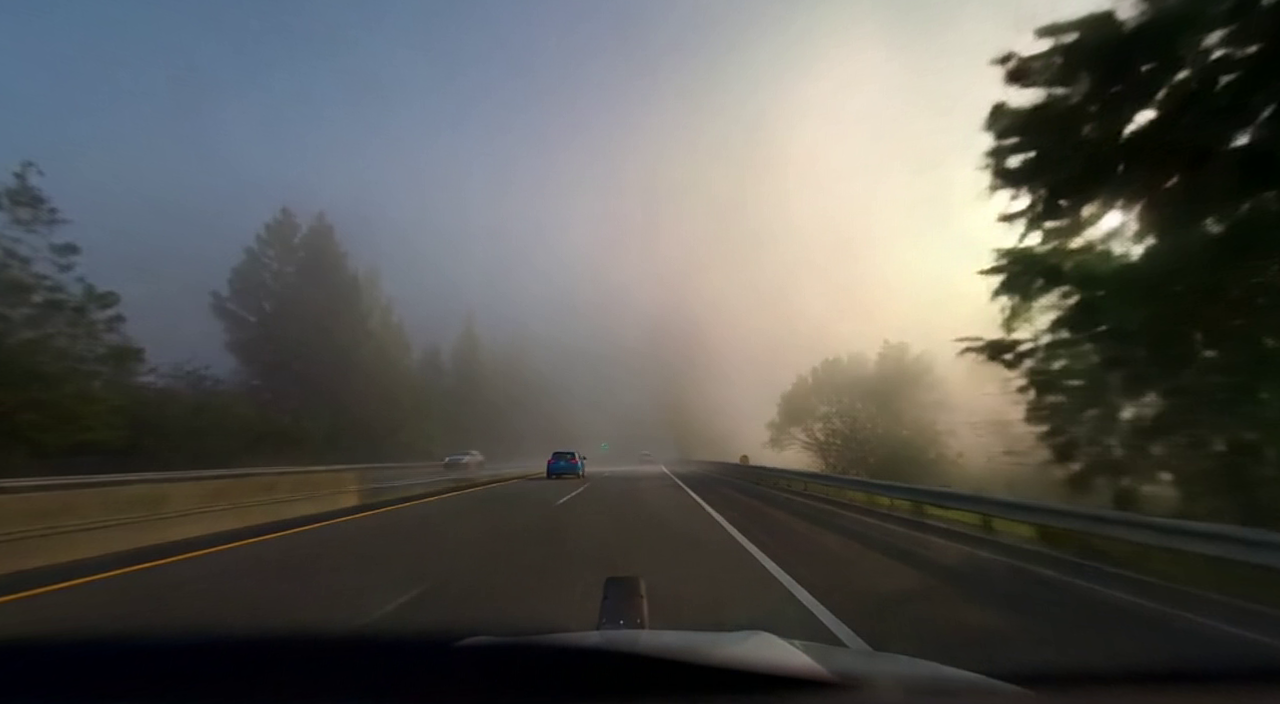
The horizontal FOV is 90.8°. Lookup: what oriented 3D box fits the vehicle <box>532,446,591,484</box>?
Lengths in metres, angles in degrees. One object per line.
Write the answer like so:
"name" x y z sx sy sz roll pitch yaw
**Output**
"vehicle" -3.490 5.131 28.857 2.088 1.586 4.000 0 -9 1
